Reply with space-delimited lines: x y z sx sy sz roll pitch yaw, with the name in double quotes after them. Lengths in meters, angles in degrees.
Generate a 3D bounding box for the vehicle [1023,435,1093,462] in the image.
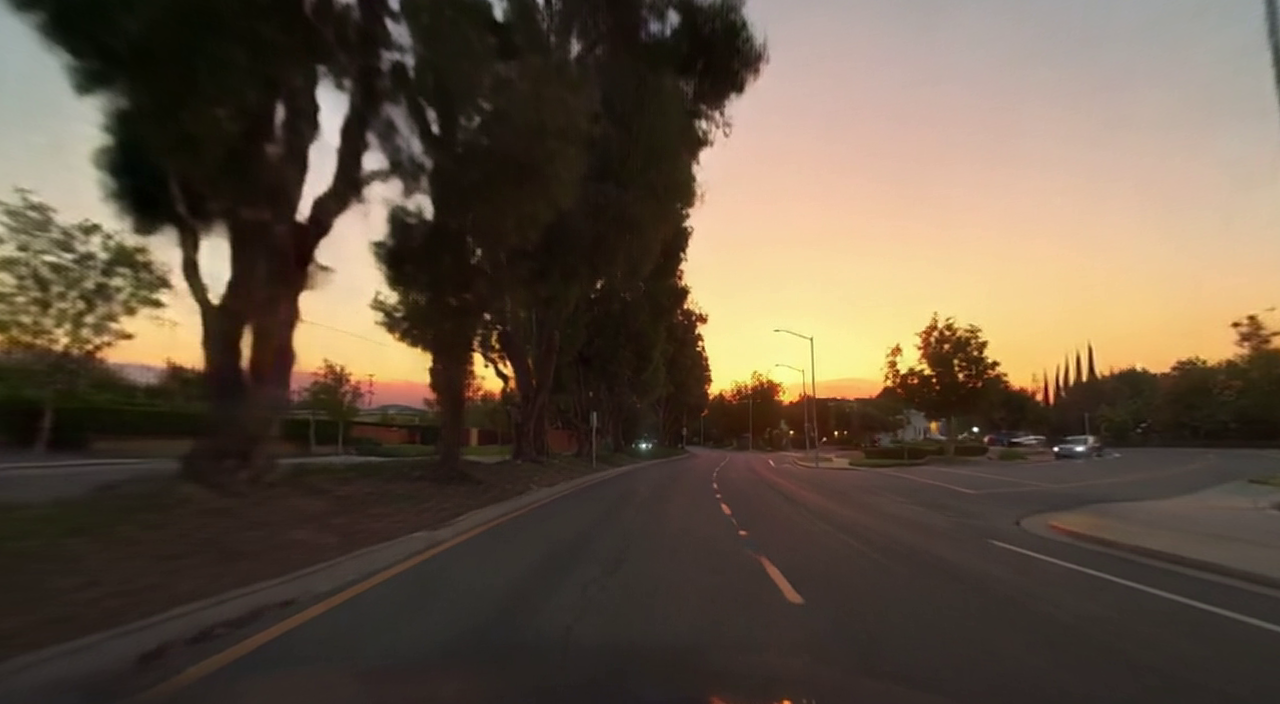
25.215 5.824 37.964 4.456 1.489 1.963 7 -11 -35 "vehicle"

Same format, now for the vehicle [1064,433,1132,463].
30.055 6.231 41.243 4.598 1.493 1.951 -1 -6 -33 "vehicle"
